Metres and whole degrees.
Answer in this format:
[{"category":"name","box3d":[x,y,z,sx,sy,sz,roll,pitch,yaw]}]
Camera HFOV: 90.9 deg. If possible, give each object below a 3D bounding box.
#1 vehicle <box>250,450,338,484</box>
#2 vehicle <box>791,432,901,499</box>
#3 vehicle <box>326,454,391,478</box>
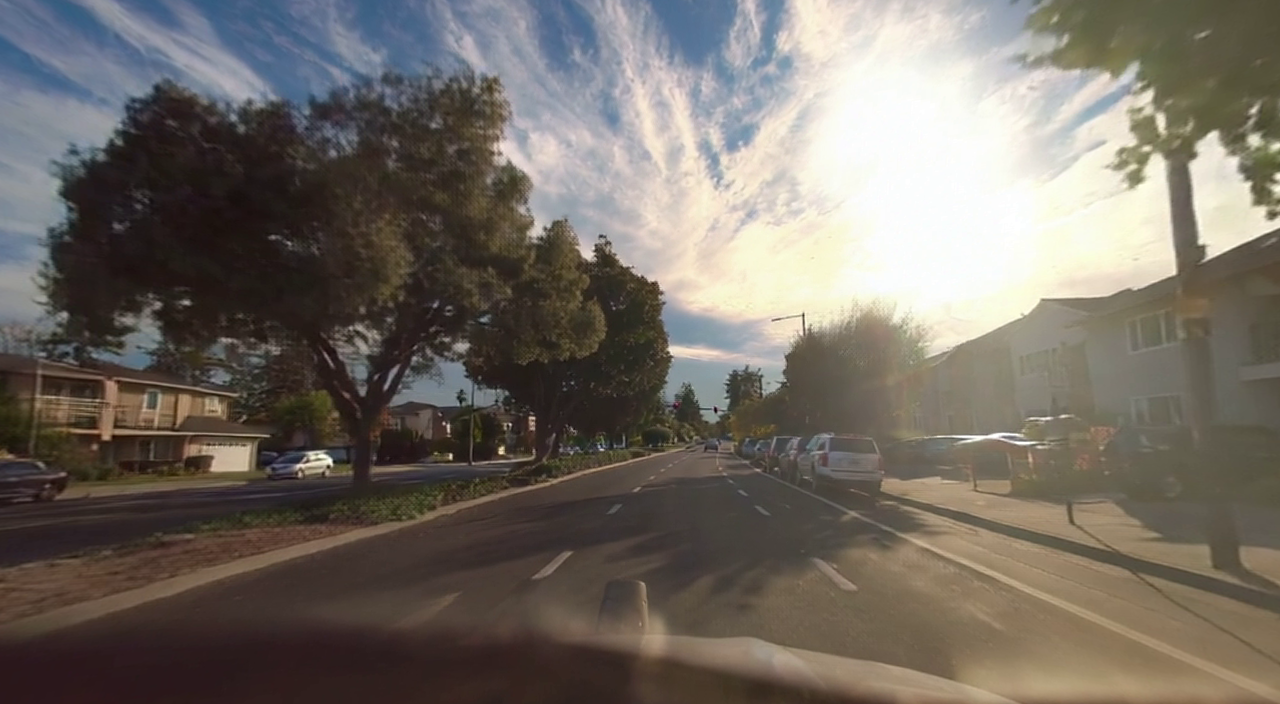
[{"category":"vehicle","box3d":[-20.690,6.850,37.971,2.060,1.814,5.097,-1,-8,5]},{"category":"vehicle","box3d":[5.631,3.137,17.832,2.011,1.649,4.001,-1,-8,4]},{"category":"vehicle","box3d":[-19.672,7.962,44.301,1.909,1.451,4.757,-1,-8,7]}]
